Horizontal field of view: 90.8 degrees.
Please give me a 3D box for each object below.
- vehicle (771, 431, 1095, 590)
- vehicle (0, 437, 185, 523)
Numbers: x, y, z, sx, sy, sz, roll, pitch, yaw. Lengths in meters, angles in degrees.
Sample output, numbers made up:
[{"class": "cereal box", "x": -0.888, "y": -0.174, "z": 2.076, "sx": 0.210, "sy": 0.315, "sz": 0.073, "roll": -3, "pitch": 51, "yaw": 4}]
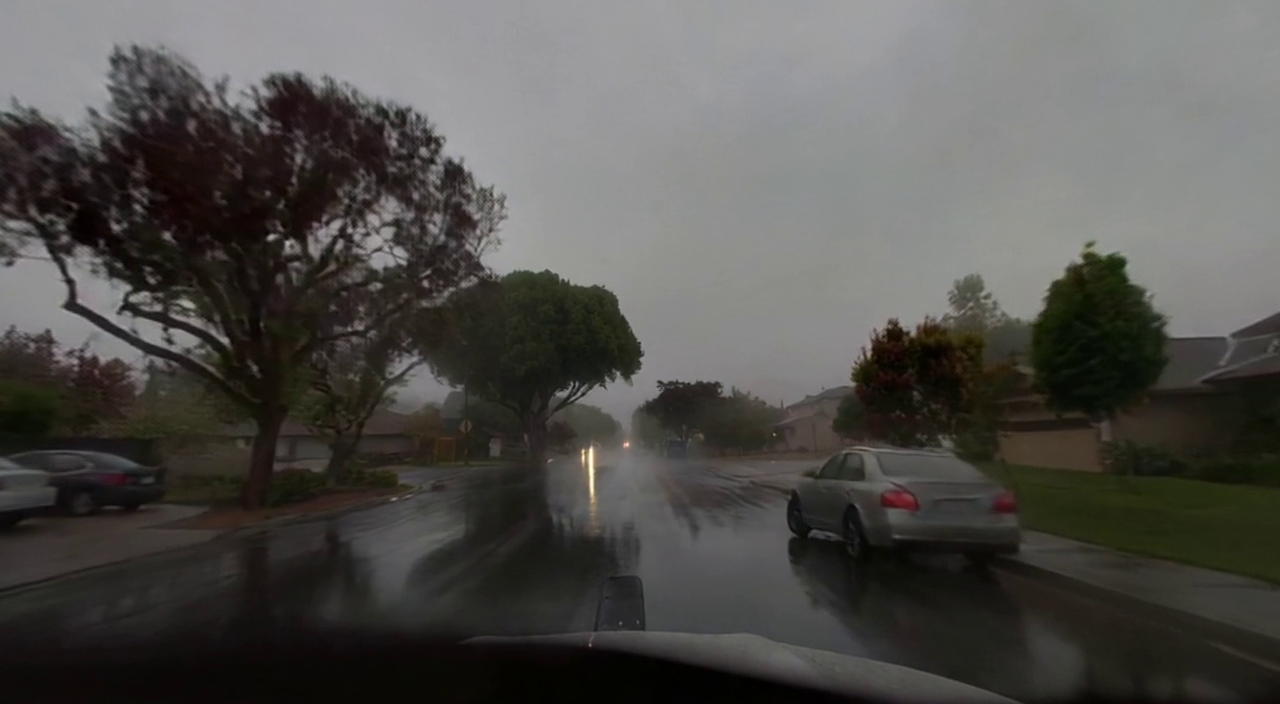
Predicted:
[{"class": "vehicle", "x": 3.242, "y": 1.812, "z": 8.197, "sx": 1.986, "sy": 1.476, "sz": 4.306, "roll": 0, "pitch": -8, "yaw": -2}, {"class": "vehicle", "x": -12.365, "y": 2.658, "z": 13.448, "sx": 3.972, "sy": 1.628, "sz": 1.963, "roll": -2, "pitch": -8, "yaw": 9}]
